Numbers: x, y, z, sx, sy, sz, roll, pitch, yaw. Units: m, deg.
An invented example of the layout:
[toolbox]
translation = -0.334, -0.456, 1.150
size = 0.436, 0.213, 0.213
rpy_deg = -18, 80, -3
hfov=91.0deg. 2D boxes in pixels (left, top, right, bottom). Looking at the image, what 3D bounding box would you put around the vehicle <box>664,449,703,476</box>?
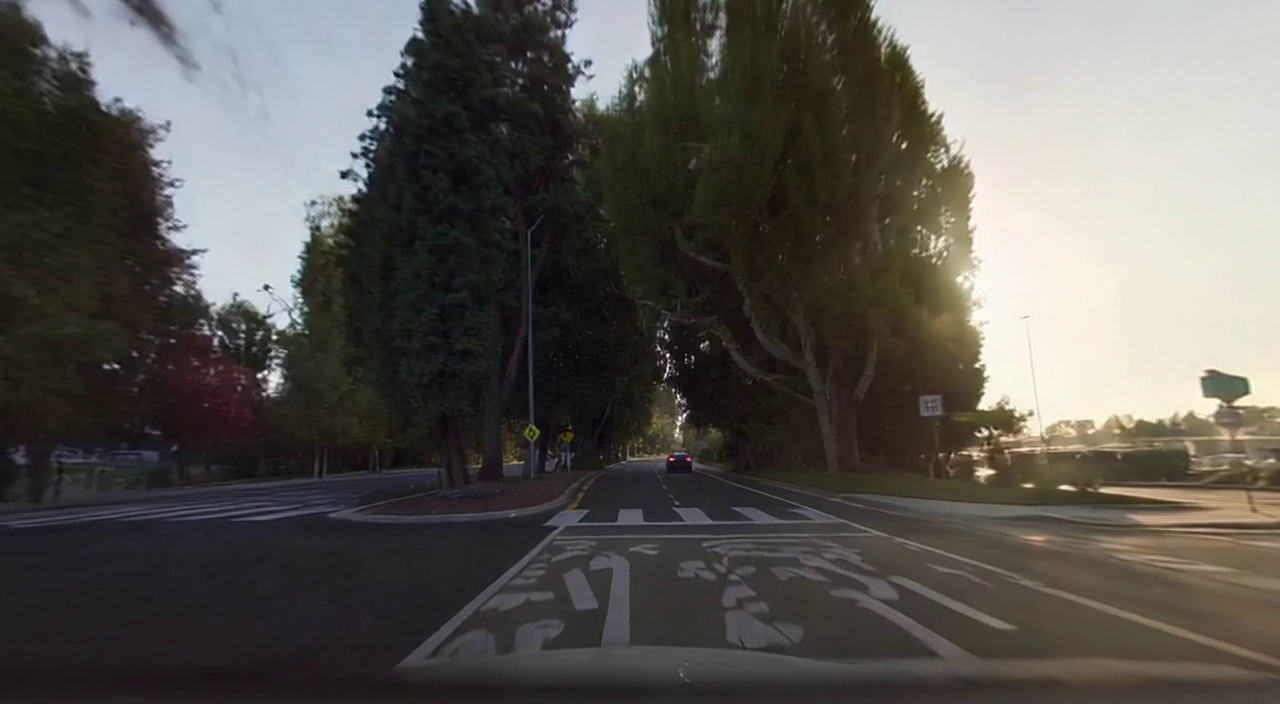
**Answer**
[vehicle]
translation = 2.660, 6.871, 39.525
size = 2.044, 1.537, 4.528
rpy_deg = 0, -8, -1
